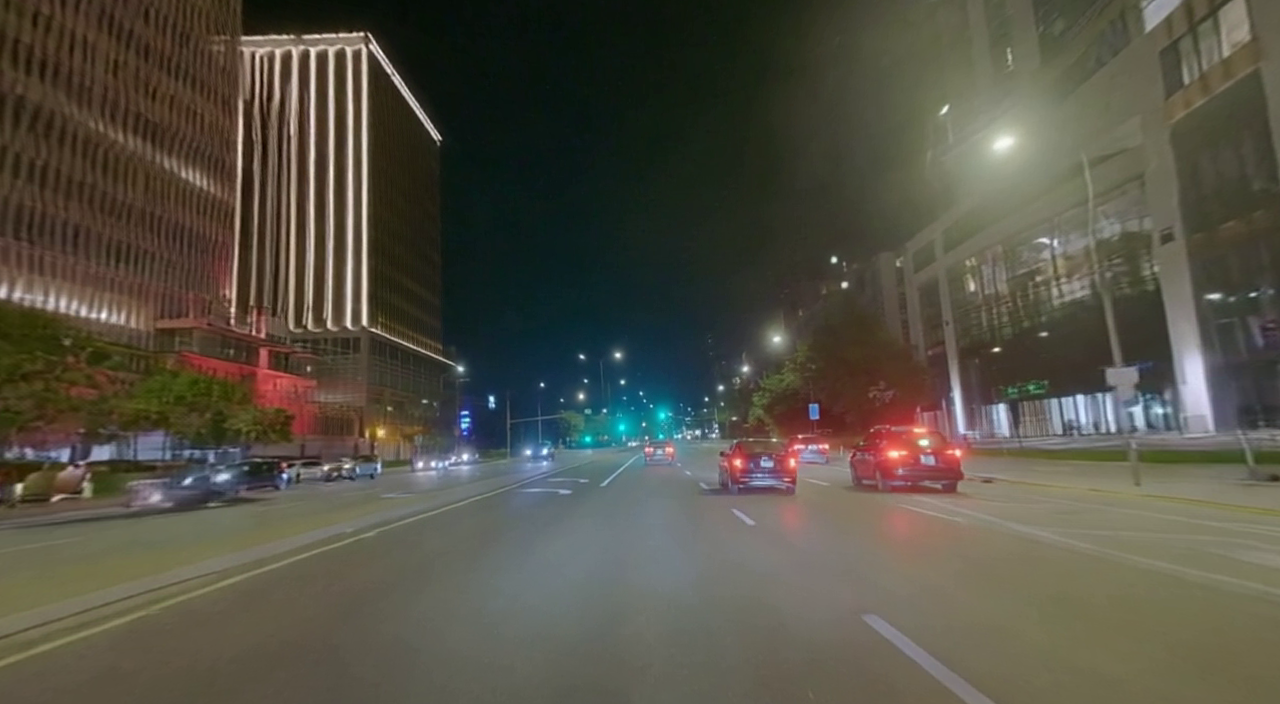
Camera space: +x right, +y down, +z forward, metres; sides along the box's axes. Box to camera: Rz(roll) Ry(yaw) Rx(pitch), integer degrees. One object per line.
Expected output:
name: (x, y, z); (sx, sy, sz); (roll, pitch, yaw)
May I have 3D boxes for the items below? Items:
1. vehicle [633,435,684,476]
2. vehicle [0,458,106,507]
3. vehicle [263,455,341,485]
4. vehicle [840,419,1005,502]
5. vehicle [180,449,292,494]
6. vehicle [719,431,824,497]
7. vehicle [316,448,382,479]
vehicle: (0.745, 4.536, 27.992); (2.125, 1.669, 3.880); (0, -8, 0)
vehicle: (-24.625, 5.379, 26.396); (2.076, 1.688, 4.635); (3, -9, -24)
vehicle: (-18.061, 6.293, 33.936); (1.716, 1.412, 4.335); (0, -8, 1)
vehicle: (6.904, 2.704, 16.097); (1.963, 1.783, 4.722); (0, -8, -1)
vehicle: (-17.993, 5.306, 28.414); (1.954, 1.779, 4.635); (0, -8, 0)
vehicle: (3.505, 3.066, 17.730); (1.931, 1.591, 4.708); (0, -8, 0)
vehicle: (-17.909, 6.861, 39.053); (1.847, 1.730, 4.530); (0, -8, 0)
